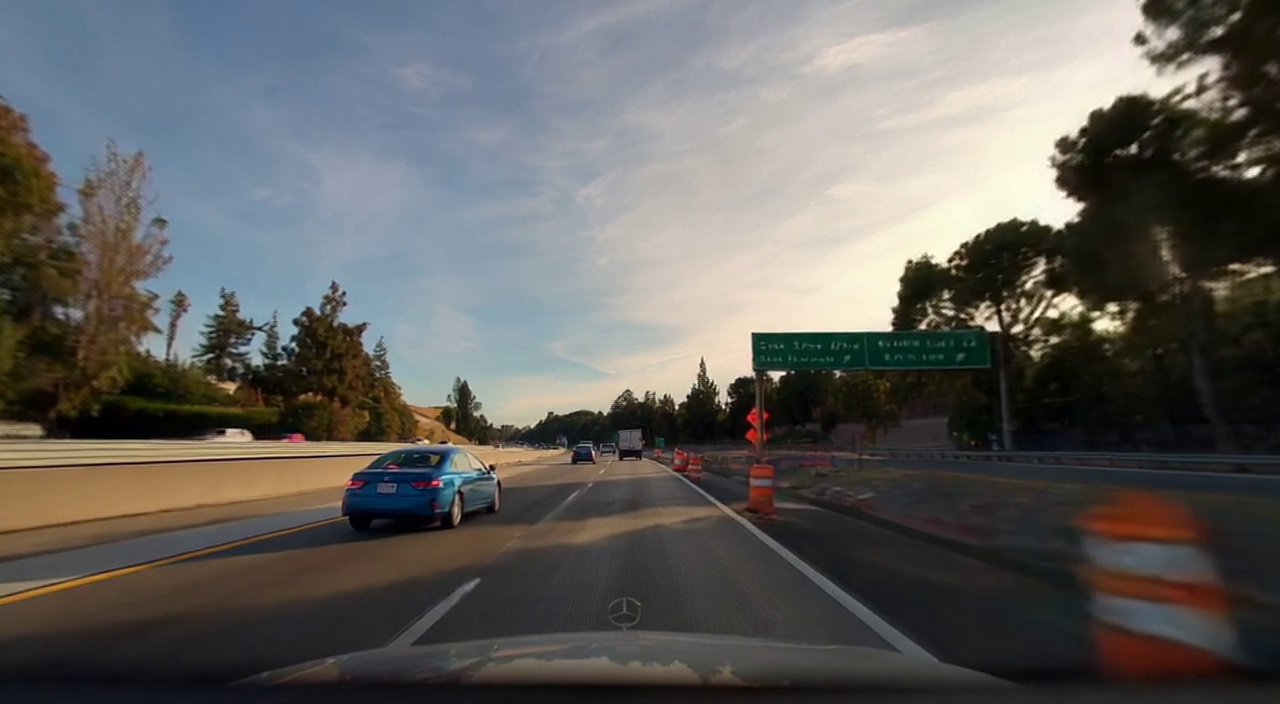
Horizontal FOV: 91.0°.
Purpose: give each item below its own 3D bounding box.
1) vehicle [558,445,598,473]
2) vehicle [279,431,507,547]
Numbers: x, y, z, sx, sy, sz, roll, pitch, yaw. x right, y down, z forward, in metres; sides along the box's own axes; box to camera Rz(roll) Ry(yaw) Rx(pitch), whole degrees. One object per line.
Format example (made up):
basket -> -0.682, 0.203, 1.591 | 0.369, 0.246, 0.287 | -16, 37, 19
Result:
vehicle -> -3.434, 6.006, 35.629 | 1.965, 1.459, 4.145 | 1, -9, -2
vehicle -> -3.779, 2.186, 10.770 | 2.012, 1.510, 4.672 | 0, -9, 0
